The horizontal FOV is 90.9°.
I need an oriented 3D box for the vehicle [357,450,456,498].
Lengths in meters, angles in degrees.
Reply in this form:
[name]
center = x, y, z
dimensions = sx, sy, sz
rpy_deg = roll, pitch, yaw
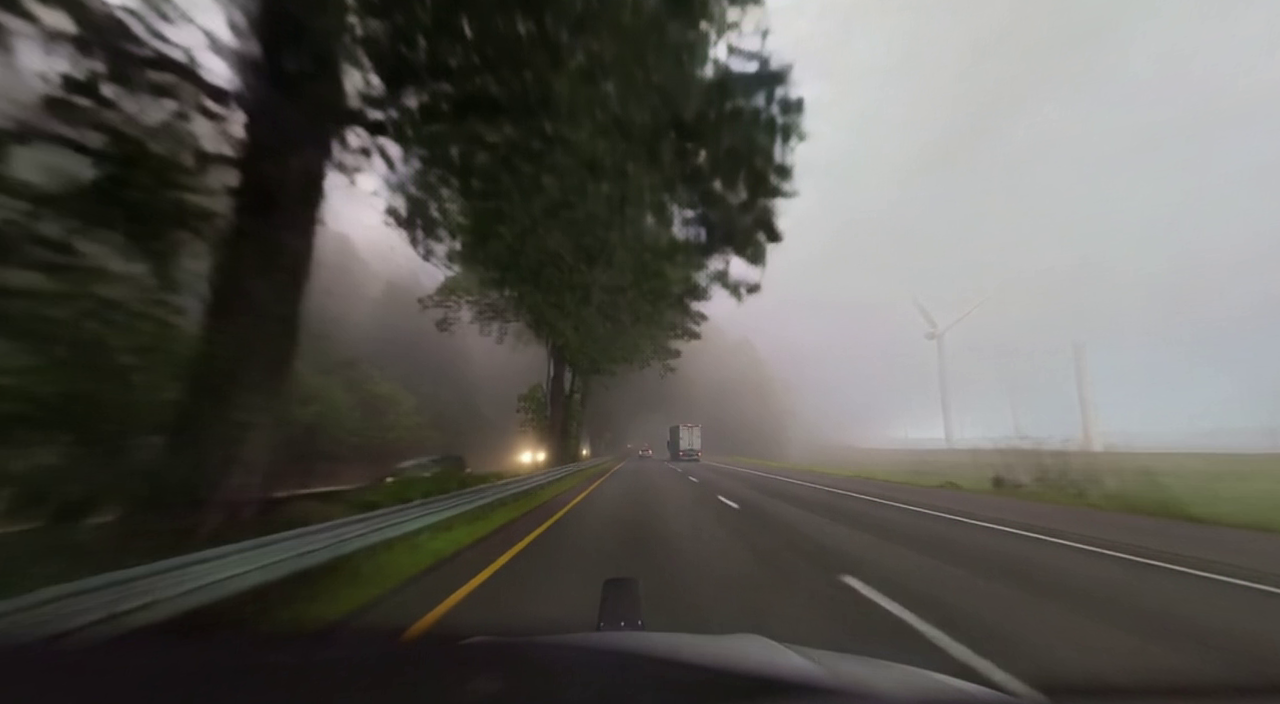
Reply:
[vehicle]
center = -8.596, 4.493, 23.656
dimensions = 2.074, 1.607, 4.254
rpy_deg = 0, -9, 0
